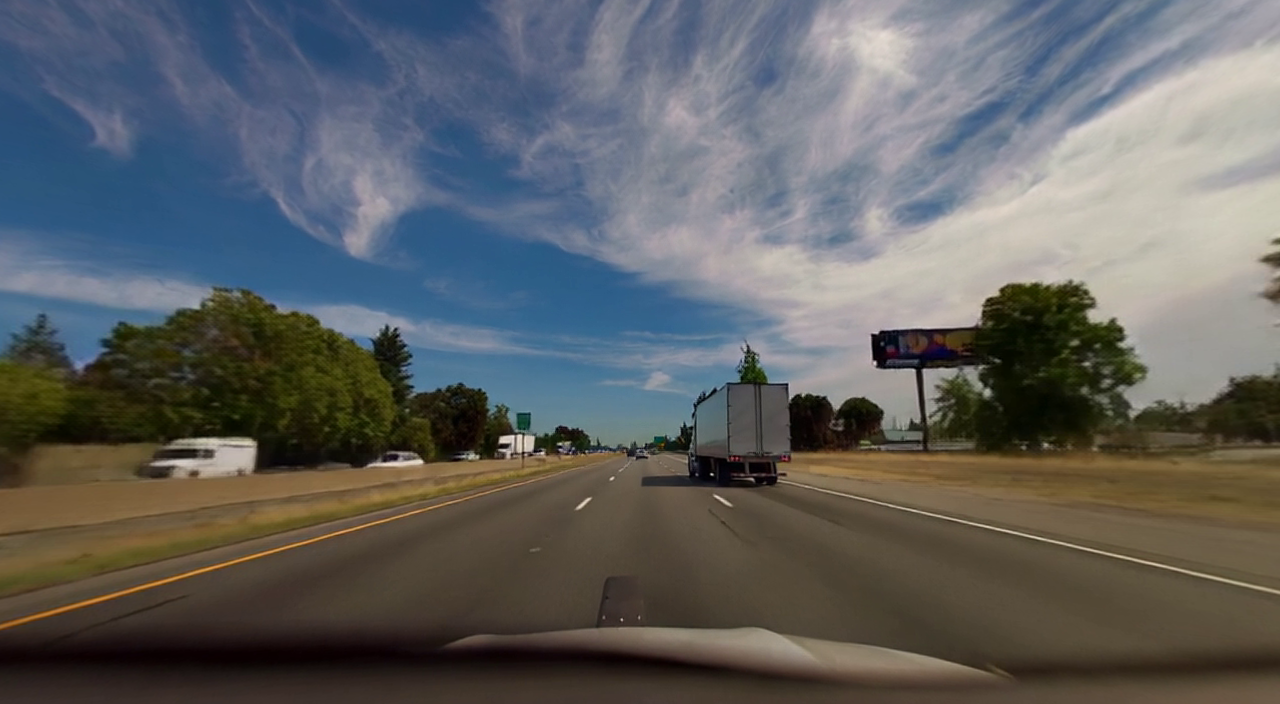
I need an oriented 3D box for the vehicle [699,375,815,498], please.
[{"bbox_3d":[4.657,3.860,28.276,3.058,4.312,12.251,0,-9,1],"label":"vehicle"}]
